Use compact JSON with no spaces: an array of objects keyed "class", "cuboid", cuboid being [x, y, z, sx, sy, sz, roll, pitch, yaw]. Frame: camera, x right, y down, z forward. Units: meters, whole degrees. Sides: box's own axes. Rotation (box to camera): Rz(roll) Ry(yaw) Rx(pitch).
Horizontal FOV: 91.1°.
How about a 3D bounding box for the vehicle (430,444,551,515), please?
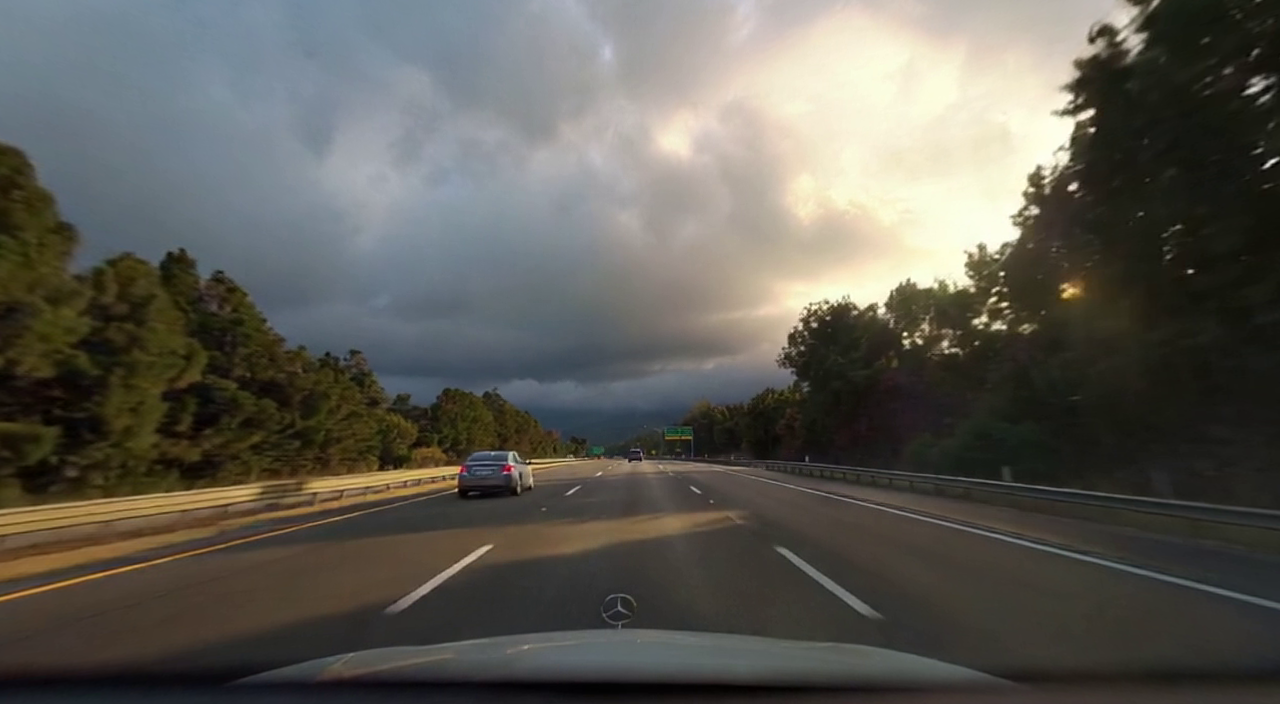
[{"class":"vehicle","cuboid":[-3.484,3.031,15.448,1.970,1.492,3.944,0,-9,0]}]
